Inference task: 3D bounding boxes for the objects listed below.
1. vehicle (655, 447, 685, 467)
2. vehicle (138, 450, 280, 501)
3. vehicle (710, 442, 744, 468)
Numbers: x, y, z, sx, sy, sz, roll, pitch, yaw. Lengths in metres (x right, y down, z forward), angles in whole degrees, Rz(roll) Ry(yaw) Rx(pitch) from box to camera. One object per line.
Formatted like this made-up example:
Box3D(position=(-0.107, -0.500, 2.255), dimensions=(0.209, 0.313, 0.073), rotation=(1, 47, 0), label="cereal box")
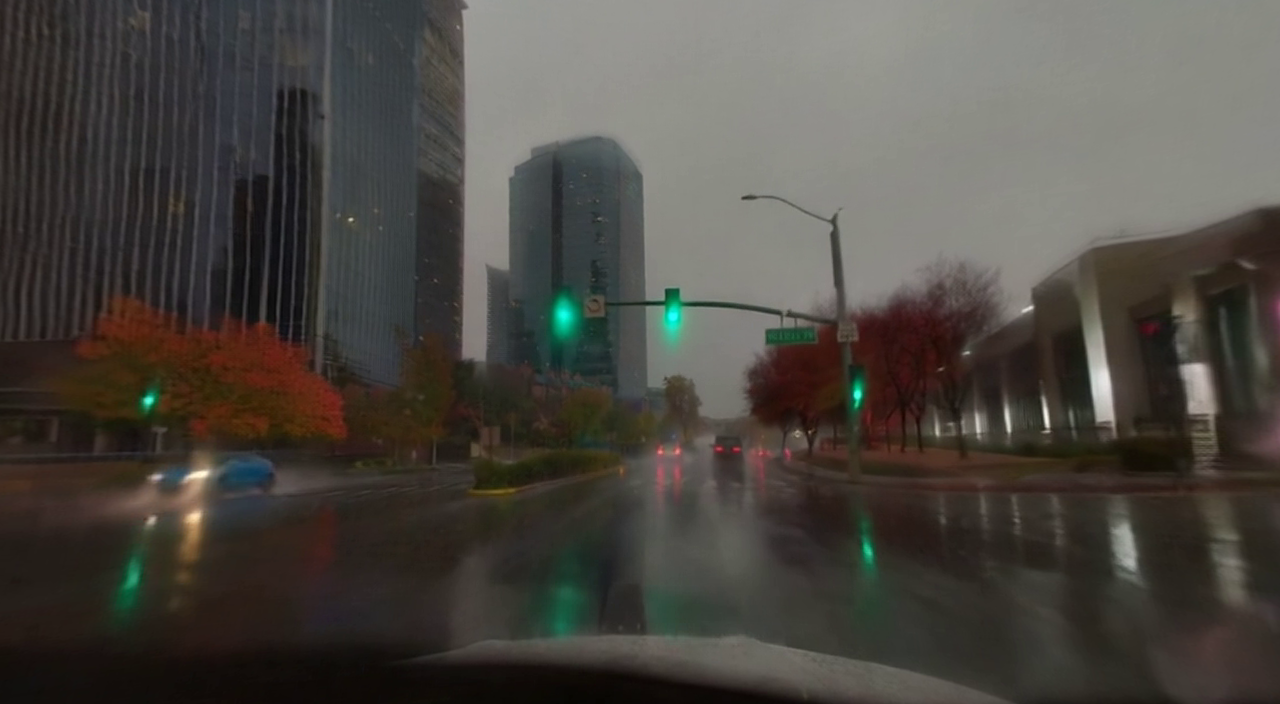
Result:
Box3D(position=(2.412, 8.176, 49.246), dimensions=(2.014, 1.525, 4.197), rotation=(-1, -9, 7), label="vehicle")
Box3D(position=(-14.993, 4.278, 22.250), dimensions=(1.904, 1.582, 4.111), rotation=(0, -9, 3), label="vehicle")
Box3D(position=(6.245, 7.416, 45.566), dimensions=(2.174, 1.749, 4.739), rotation=(0, -9, 5), label="vehicle")
